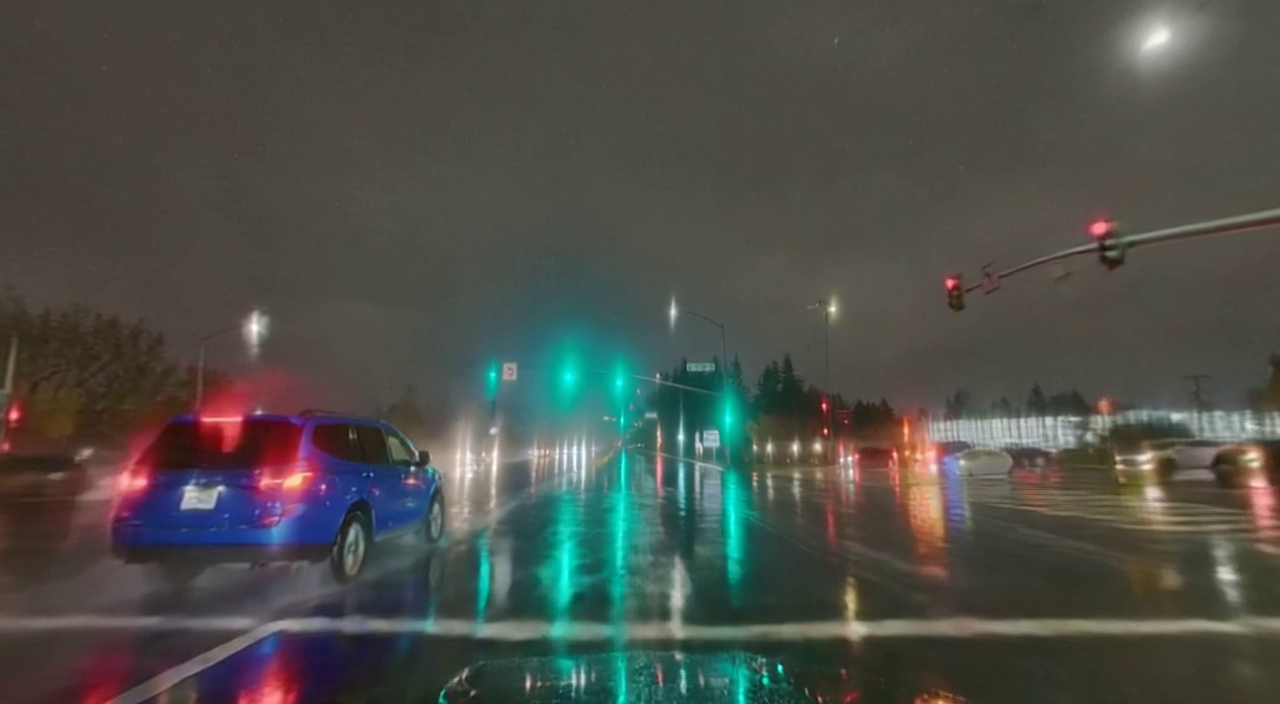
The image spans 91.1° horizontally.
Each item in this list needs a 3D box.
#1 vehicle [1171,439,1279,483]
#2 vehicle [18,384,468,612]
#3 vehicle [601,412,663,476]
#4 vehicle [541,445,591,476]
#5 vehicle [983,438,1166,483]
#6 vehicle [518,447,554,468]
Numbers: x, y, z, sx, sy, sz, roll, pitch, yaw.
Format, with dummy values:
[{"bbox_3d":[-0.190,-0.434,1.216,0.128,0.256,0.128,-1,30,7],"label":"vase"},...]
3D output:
[{"bbox_3d":[22.403,3.908,22.577,4.716,1.494,2.001,0,-9,0],"label":"vehicle"},{"bbox_3d":[-3.883,1.539,7.597,2.178,1.826,4.933,0,-9,0],"label":"vehicle"},{"bbox_3d":[-0.366,4.935,33.721,2.993,3.051,6.692,0,-9,0],"label":"vehicle"},{"bbox_3d":[-3.701,5.488,32.063,2.023,1.483,4.143,0,-9,0],"label":"vehicle"},{"bbox_3d":[15.358,3.843,22.421,4.983,1.511,2.077,0,-9,-1],"label":"vehicle"},{"bbox_3d":[-7.572,7.736,46.118,1.933,1.477,4.119,0,-9,-1],"label":"vehicle"}]
